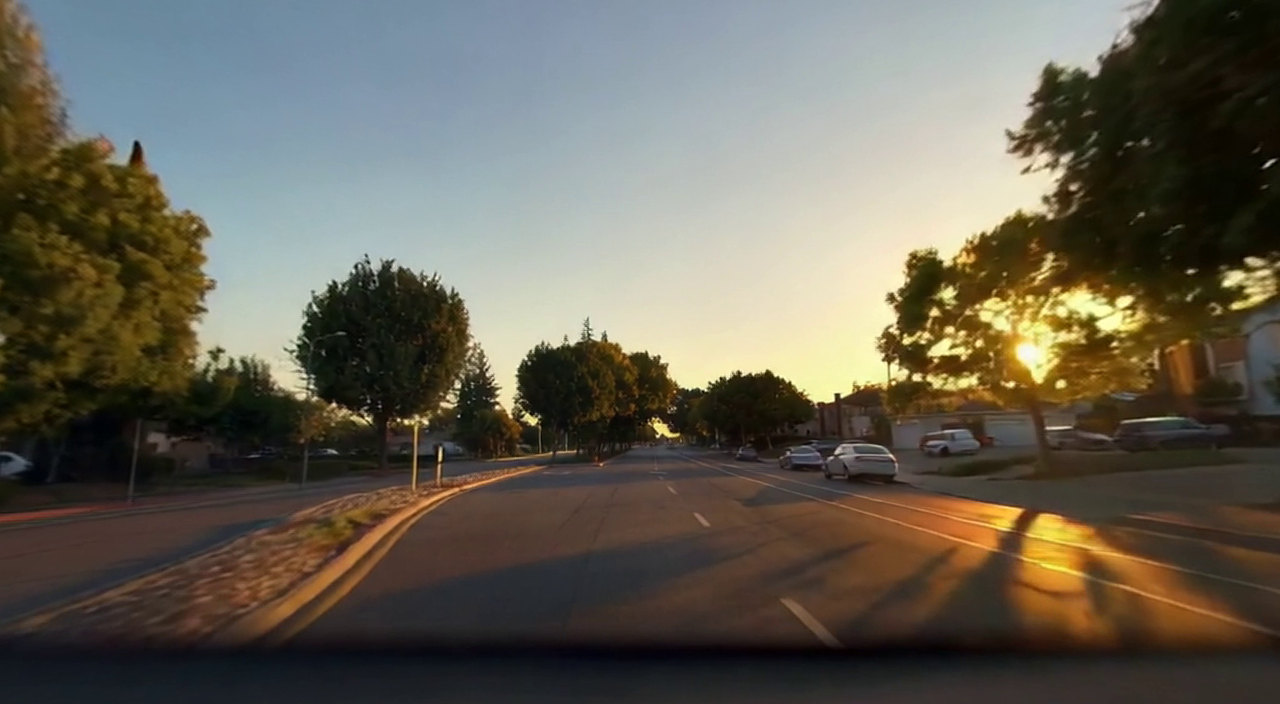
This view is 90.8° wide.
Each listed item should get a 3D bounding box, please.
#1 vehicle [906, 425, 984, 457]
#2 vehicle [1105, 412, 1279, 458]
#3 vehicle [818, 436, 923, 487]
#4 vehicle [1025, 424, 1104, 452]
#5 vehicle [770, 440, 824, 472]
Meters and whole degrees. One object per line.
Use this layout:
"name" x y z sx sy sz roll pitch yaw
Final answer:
"vehicle" 18.442 5.440 38.510 2.018 1.755 5.379 0 -8 -1
"vehicle" 24.496 3.759 28.208 1.979 1.831 5.479 5 -10 -32
"vehicle" 8.587 4.099 24.068 2.192 1.714 4.885 0 -8 1
"vehicle" 25.673 5.270 38.421 1.878 1.581 4.259 0 -8 1
"vehicle" 8.904 5.931 36.255 1.990 1.728 4.597 0 -8 1
